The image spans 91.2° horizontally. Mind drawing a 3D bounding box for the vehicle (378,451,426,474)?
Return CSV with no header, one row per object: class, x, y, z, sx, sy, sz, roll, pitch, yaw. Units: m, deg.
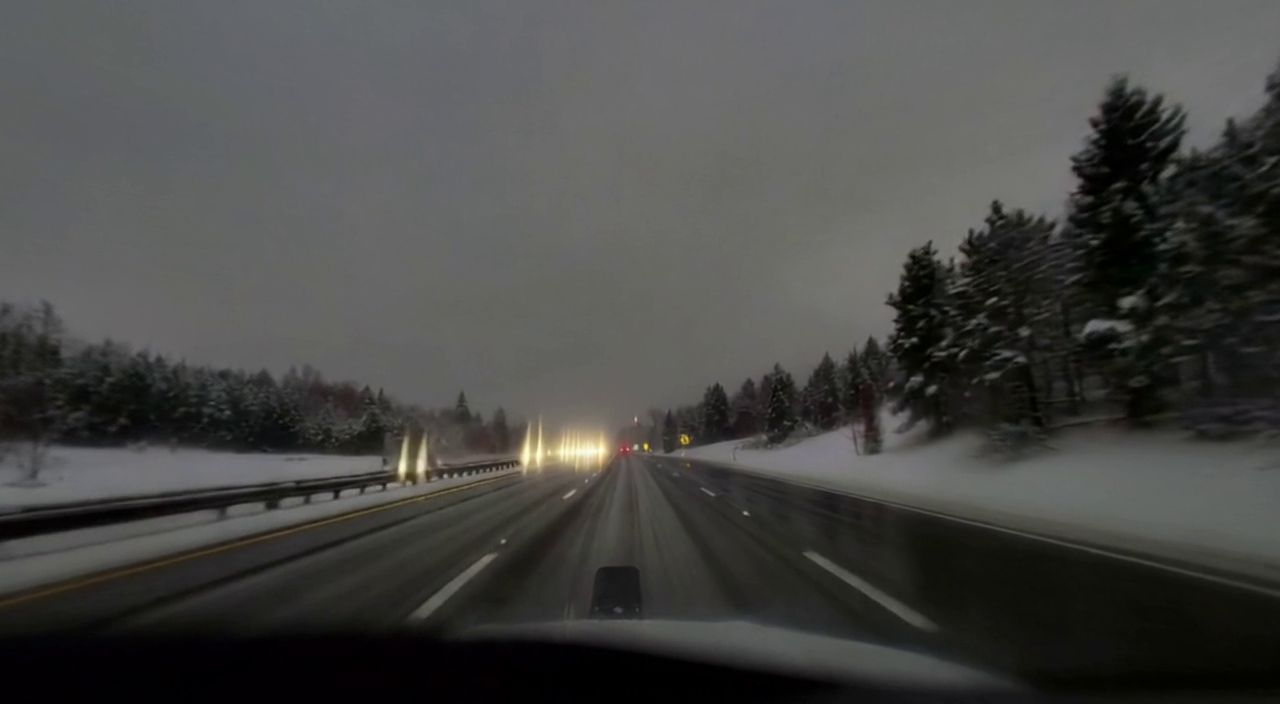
vehicle,-17.344,8.059,45.956,1.936,1.576,4.524,0,-9,-3
